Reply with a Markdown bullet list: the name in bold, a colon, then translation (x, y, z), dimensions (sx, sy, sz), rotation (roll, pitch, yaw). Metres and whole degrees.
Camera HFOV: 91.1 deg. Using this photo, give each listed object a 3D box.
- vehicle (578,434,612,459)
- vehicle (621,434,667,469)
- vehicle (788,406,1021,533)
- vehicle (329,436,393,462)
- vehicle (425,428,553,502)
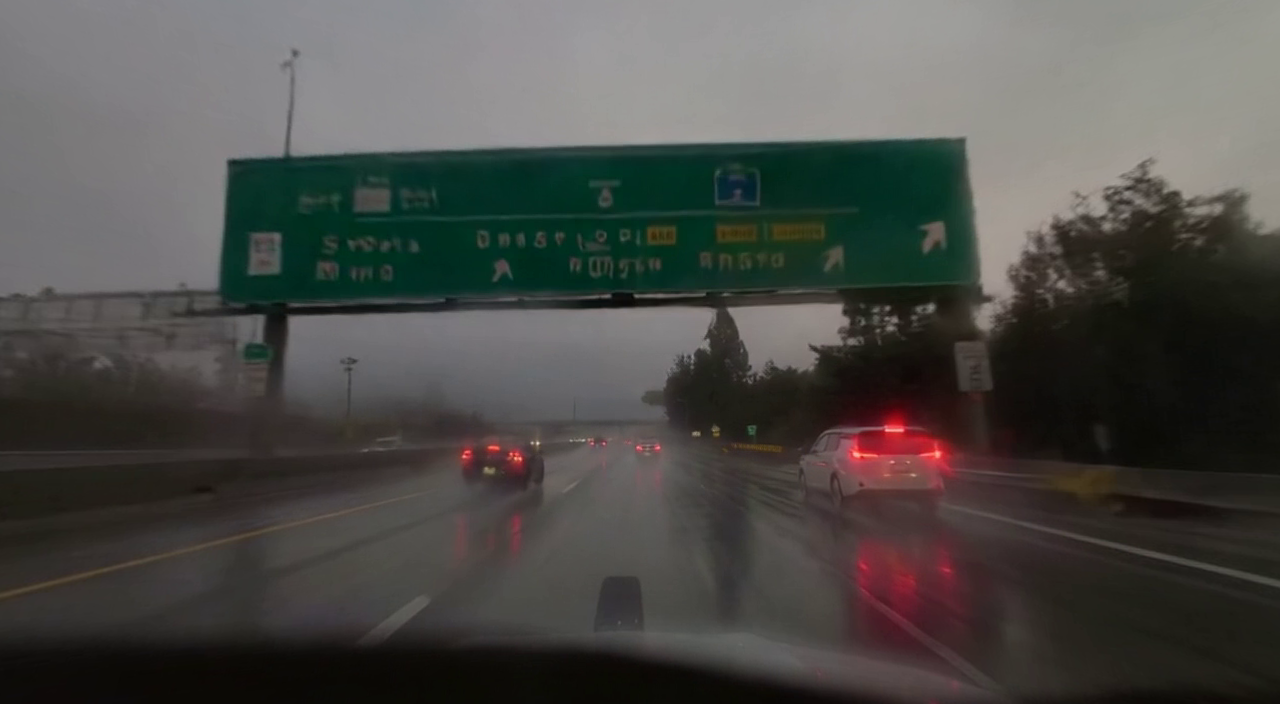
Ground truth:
- **vehicle**: translation (-3.230, 6.893, 45.843), dimensions (2.044, 1.682, 4.201), rotation (0, -8, 1)
- **vehicle**: translation (0.177, 4.769, 30.228), dimensions (2.049, 1.542, 3.816), rotation (0, -8, 0)
- **vehicle**: translation (4.121, 1.900, 10.745), dimensions (2.025, 1.707, 4.279), rotation (0, -8, -1)
- **vehicle**: translation (-18.400, 6.418, 41.676), dimensions (2.121, 1.619, 4.577), rotation (0, -8, 1)
- **vehicle**: translation (-3.580, 2.758, 15.835), dimensions (2.066, 1.561, 4.495), rotation (0, -8, 1)
